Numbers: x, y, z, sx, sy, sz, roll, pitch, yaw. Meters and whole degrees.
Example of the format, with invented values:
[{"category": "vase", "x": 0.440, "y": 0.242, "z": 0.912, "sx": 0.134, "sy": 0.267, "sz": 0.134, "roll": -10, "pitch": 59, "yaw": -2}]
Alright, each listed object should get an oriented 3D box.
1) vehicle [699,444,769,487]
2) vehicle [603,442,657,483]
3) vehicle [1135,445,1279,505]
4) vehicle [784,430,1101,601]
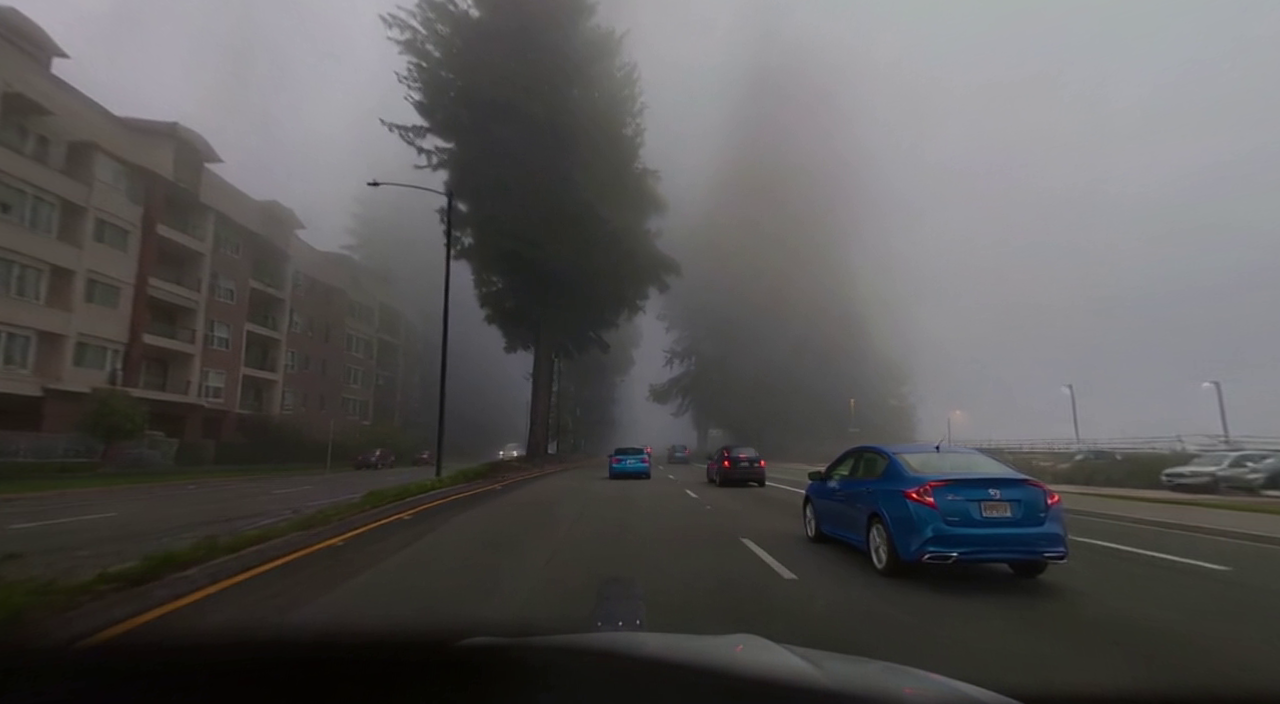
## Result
[{"category": "vehicle", "x": 3.423, "y": 4.207, "z": 23.785, "sx": 1.908, "sy": 1.453, "sz": 4.230, "roll": 0, "pitch": -9, "yaw": -1}, {"category": "vehicle", "x": -0.398, "y": 4.373, "z": 25.287, "sx": 1.994, "sy": 1.479, "sz": 3.647, "roll": 0, "pitch": -9, "yaw": -1}, {"category": "vehicle", "x": 17.331, "y": 3.633, "z": 19.128, "sx": 4.155, "sy": 1.623, "sz": 2.175, "roll": 5, "pitch": -10, "yaw": -30}, {"category": "vehicle", "x": 3.144, "y": 1.745, "z": 7.606, "sx": 1.852, "sy": 1.498, "sz": 3.825, "roll": 0, "pitch": -9, "yaw": -1}]
